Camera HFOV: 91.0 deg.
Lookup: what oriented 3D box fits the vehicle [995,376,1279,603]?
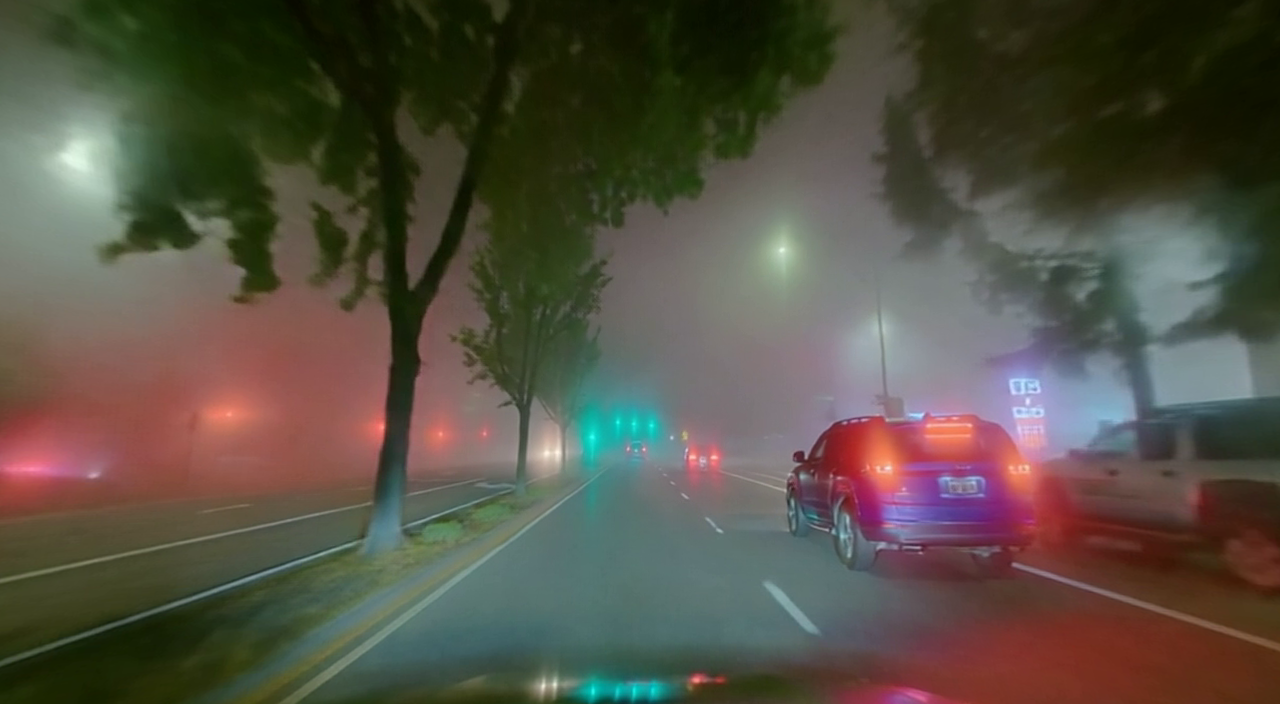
[{"bbox_3d":[7.263,1.595,7.835,2.342,2.150,5.502,1,-8,-1],"label":"vehicle"}]

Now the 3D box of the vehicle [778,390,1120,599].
[{"bbox_3d":[3.268,1.604,7.916,2.033,1.865,4.360,0,-8,0],"label":"vehicle"}]

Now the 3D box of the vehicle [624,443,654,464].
[{"bbox_3d":[-0.056,7.473,46.442,2.131,1.474,4.146,0,-8,0],"label":"vehicle"}]

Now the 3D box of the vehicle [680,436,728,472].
[{"bbox_3d":[3.421,5.581,34.671,2.085,1.828,5.383,0,-8,0],"label":"vehicle"}]
